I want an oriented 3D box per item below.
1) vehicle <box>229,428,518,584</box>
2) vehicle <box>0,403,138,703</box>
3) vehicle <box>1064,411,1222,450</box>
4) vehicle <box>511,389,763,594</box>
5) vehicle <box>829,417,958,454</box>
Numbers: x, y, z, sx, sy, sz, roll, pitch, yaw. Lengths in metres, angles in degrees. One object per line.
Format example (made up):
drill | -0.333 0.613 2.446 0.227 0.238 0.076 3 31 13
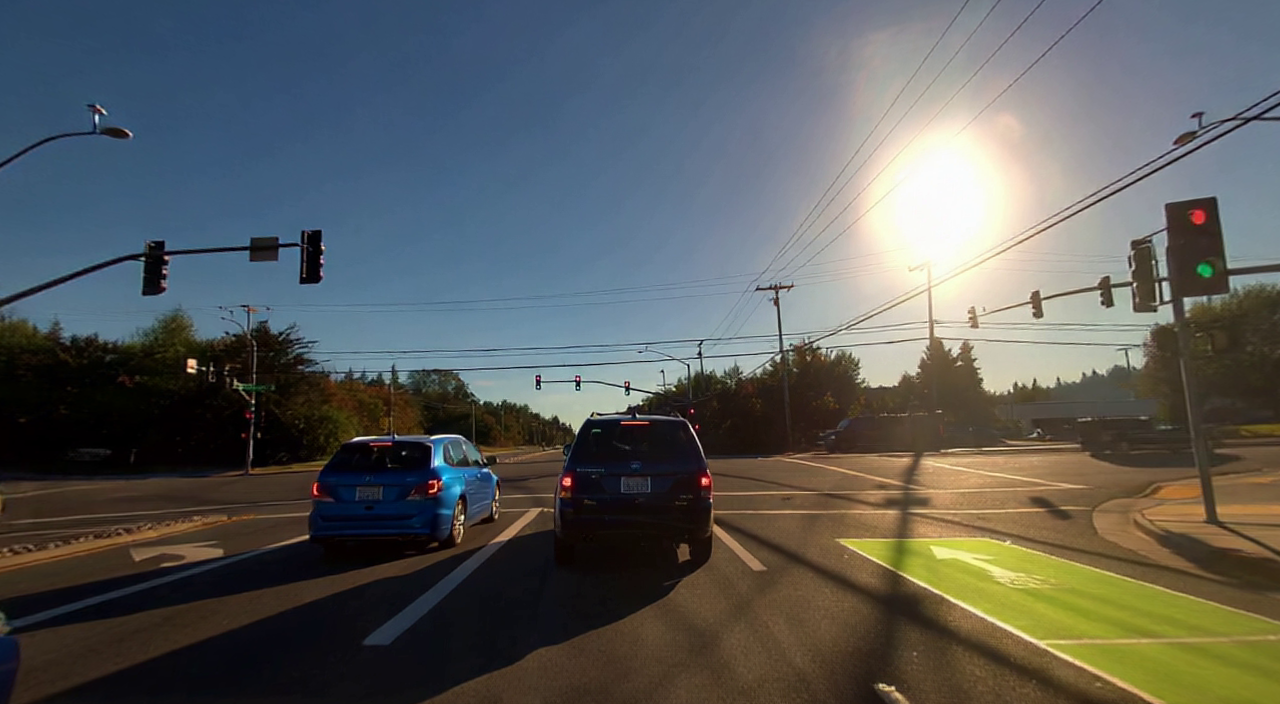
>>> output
vehicle | -2.933 1.763 7.997 1.969 1.486 3.702 0 -8 1
vehicle | -3.350 0.660 0.438 1.928 1.488 4.936 0 -8 0
vehicle | 21.909 3.475 27.706 4.977 1.648 2.088 -1 -8 4
vehicle | -0.059 1.510 7.604 2.182 1.773 4.041 0 -8 -1
vehicle | 13.824 4.607 34.834 6.143 1.944 2.229 -1 -8 5
